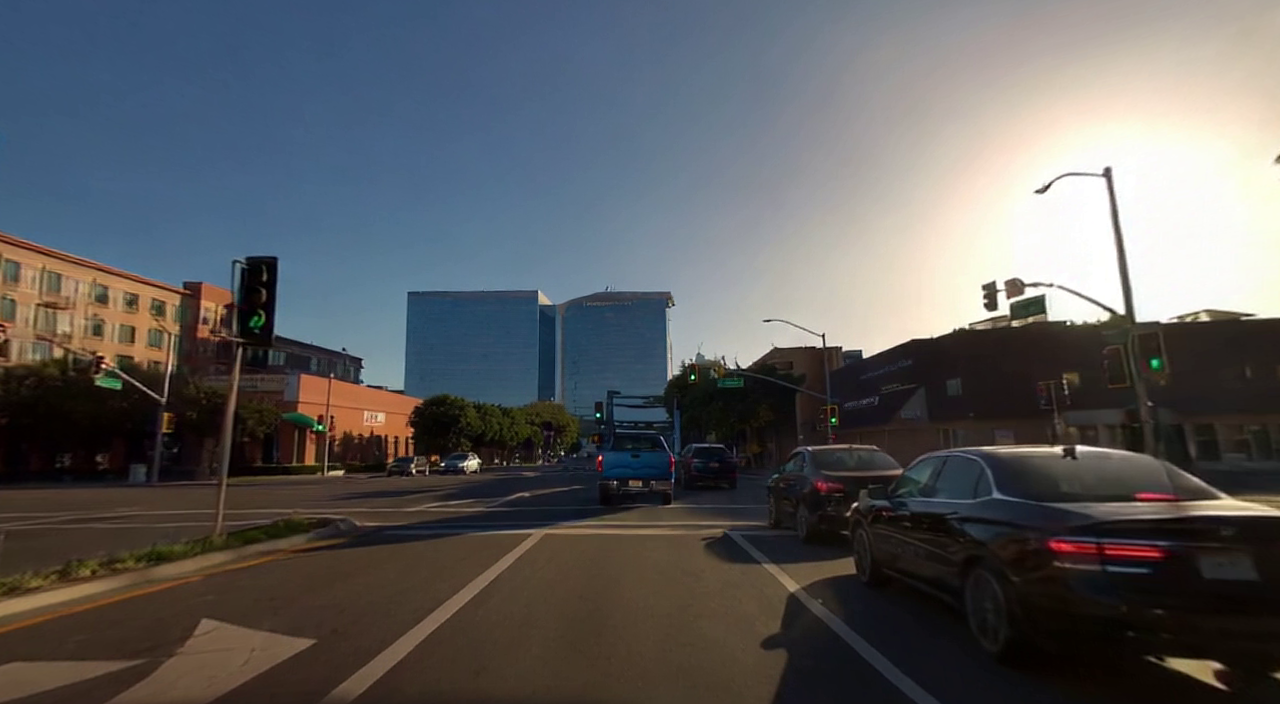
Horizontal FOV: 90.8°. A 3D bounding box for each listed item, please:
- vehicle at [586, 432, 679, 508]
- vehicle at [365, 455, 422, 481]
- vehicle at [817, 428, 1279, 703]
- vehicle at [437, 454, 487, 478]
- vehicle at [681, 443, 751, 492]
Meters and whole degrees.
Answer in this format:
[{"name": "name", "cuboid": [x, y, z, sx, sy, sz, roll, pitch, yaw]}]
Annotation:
[{"name": "vehicle", "cuboid": [-0.238, 3.317, 18.282, 2.344, 1.883, 4.572, 0, -8, -1]}, {"name": "vehicle", "cuboid": [-15.789, 7.423, 40.695, 1.915, 1.491, 4.347, 0, -8, 0]}, {"name": "vehicle", "cuboid": [3.196, 1.437, 5.338, 2.057, 1.463, 4.365, 0, -8, -1]}, {"name": "vehicle", "cuboid": [-11.708, 7.513, 41.884, 1.989, 1.459, 4.667, 0, -8, 0]}, {"name": "vehicle", "cuboid": [2.904, 4.497, 25.117, 2.013, 1.742, 4.424, 0, -8, -2]}]
